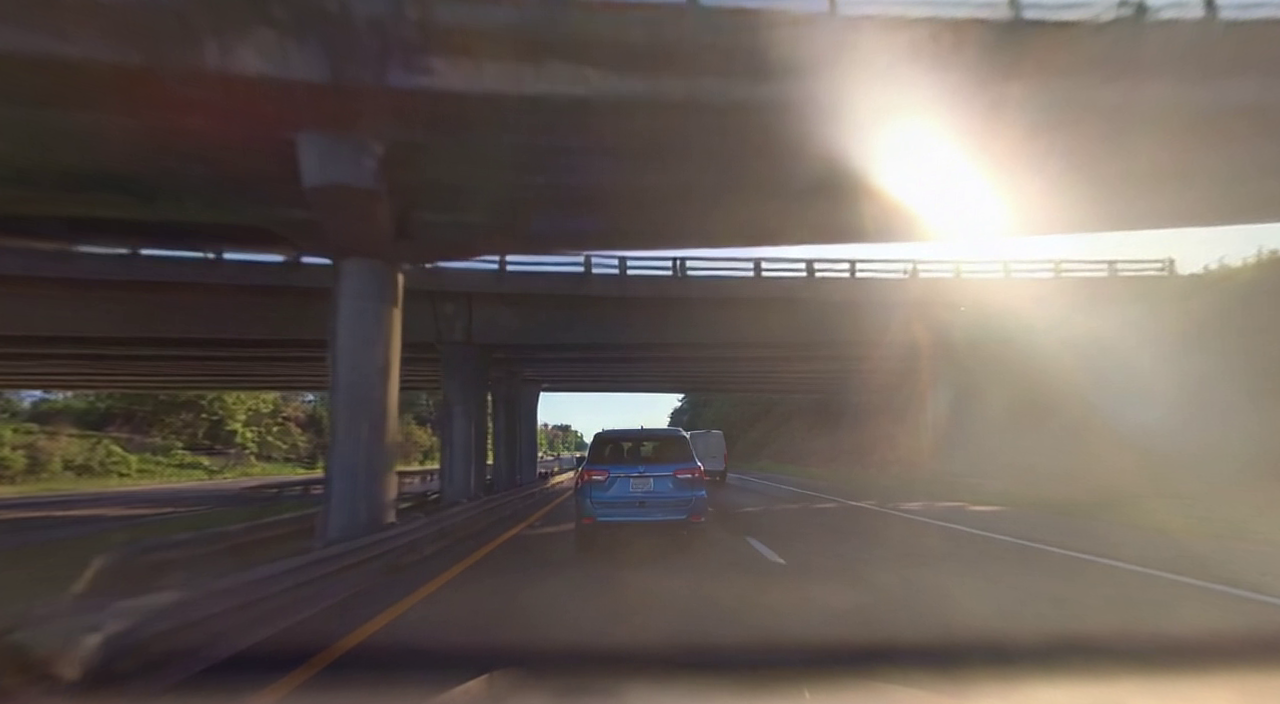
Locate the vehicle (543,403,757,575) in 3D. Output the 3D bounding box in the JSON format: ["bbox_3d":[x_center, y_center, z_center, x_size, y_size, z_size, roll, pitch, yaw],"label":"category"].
[{"bbox_3d":[0.111,1.783,8.864,2.288,1.823,4.059,0,-9,0],"label":"vehicle"}]
